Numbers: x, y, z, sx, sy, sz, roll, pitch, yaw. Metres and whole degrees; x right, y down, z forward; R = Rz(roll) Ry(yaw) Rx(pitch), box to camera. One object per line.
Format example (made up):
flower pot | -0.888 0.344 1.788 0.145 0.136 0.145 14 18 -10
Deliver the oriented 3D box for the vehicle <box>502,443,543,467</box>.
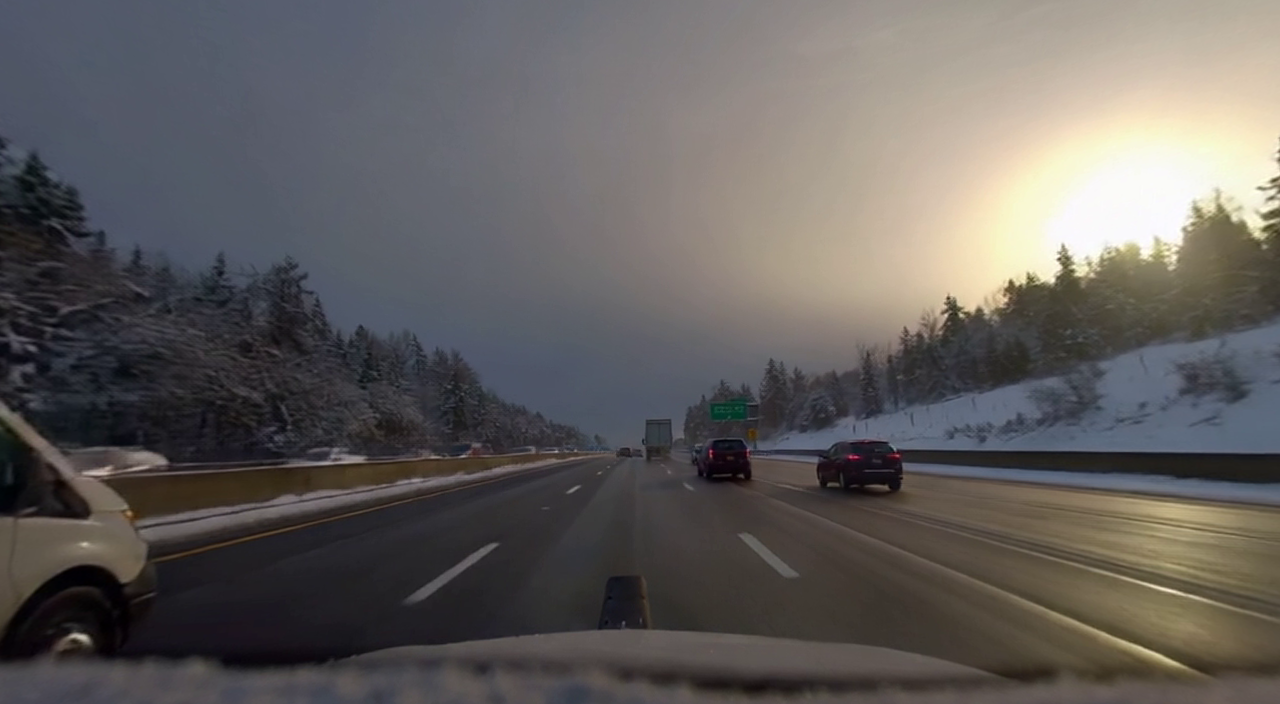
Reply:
vehicle | -8.255 7.263 44.529 1.959 1.584 4.421 0 -8 1

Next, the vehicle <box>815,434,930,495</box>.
vehicle | 7.280 3.547 20.285 1.976 1.703 4.288 0 -8 -1

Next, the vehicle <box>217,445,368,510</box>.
vehicle | -8.762 3.154 16.322 1.833 1.441 3.593 0 -8 0

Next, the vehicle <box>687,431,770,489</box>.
vehicle | 3.046 3.854 22.919 2.209 1.862 4.717 0 -8 -1

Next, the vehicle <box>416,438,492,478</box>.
vehicle | -8.529 4.882 29.364 2.112 1.672 4.433 0 -8 1

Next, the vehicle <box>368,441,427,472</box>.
vehicle | -15.957 6.869 41.755 2.000 1.903 4.657 0 -8 1
